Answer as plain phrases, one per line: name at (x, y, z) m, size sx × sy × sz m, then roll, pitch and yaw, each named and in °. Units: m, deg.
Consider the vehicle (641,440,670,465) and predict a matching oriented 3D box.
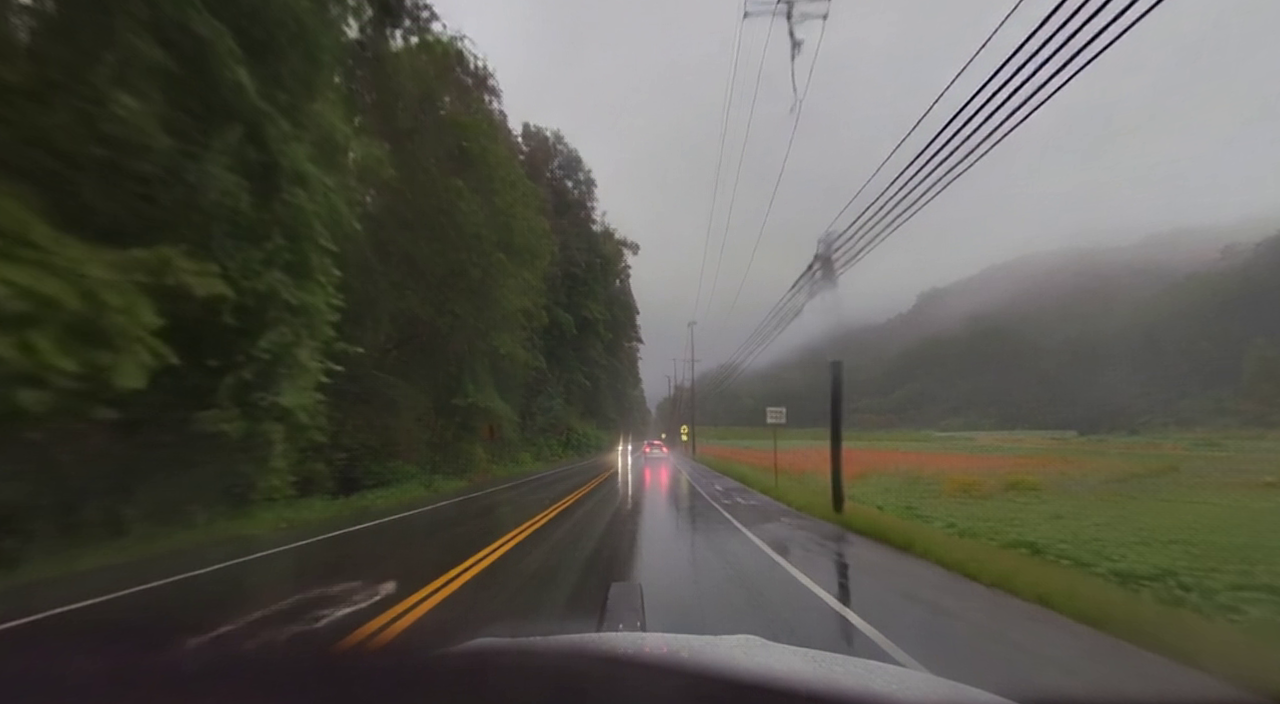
vehicle at (1.232, 7.639, 48.249) m, size 2.083 × 1.767 × 4.448 m, roll 0°, pitch -9°, yaw 2°
